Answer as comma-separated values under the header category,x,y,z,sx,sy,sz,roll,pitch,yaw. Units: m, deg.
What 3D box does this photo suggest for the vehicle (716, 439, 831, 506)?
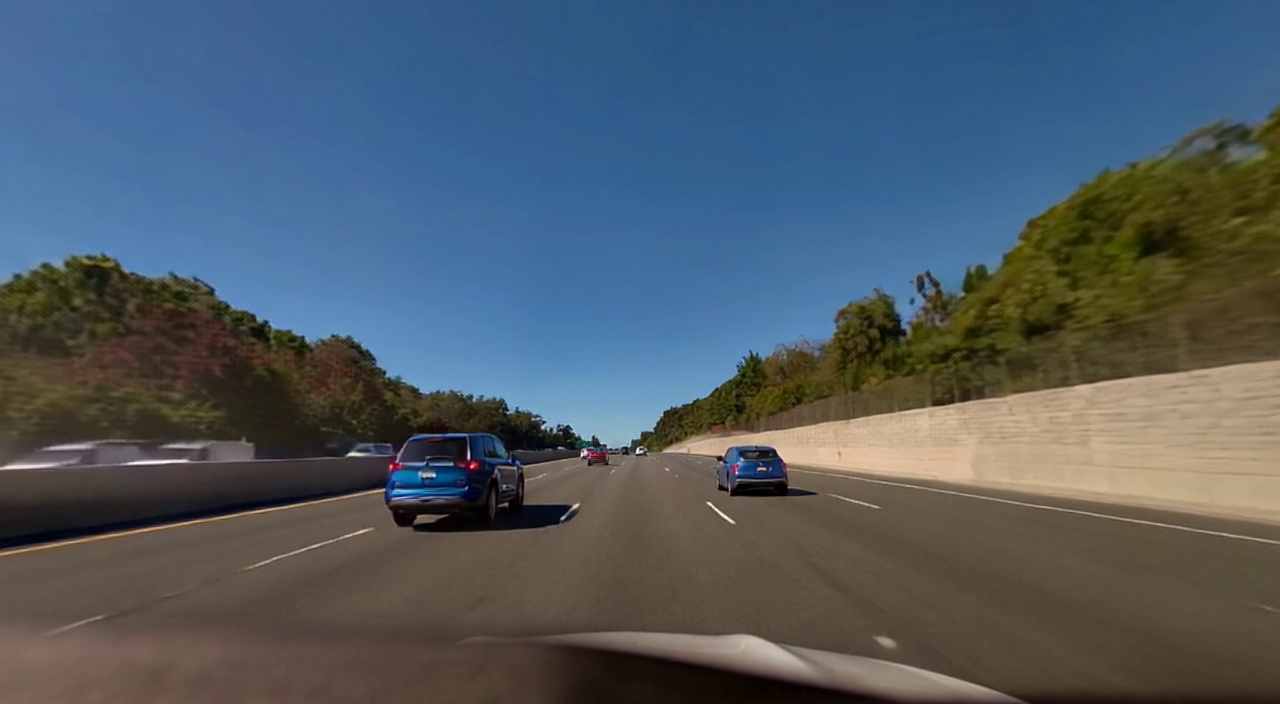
category,x,y,z,sx,sy,sz,roll,pitch,yaw
vehicle,3.223,2.998,16.122,1.979,1.486,4.125,0,-9,-1

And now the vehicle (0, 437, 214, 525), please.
category,x,y,z,sx,sy,sz,roll,pitch,yaw
vehicle,-11.699,2.642,13.560,1.871,1.551,4.448,0,-9,0

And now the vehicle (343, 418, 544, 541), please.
category,x,y,z,sx,sy,sz,roll,pitch,yaw
vehicle,-3.178,2.173,11.388,2.137,1.756,4.453,0,-8,1
